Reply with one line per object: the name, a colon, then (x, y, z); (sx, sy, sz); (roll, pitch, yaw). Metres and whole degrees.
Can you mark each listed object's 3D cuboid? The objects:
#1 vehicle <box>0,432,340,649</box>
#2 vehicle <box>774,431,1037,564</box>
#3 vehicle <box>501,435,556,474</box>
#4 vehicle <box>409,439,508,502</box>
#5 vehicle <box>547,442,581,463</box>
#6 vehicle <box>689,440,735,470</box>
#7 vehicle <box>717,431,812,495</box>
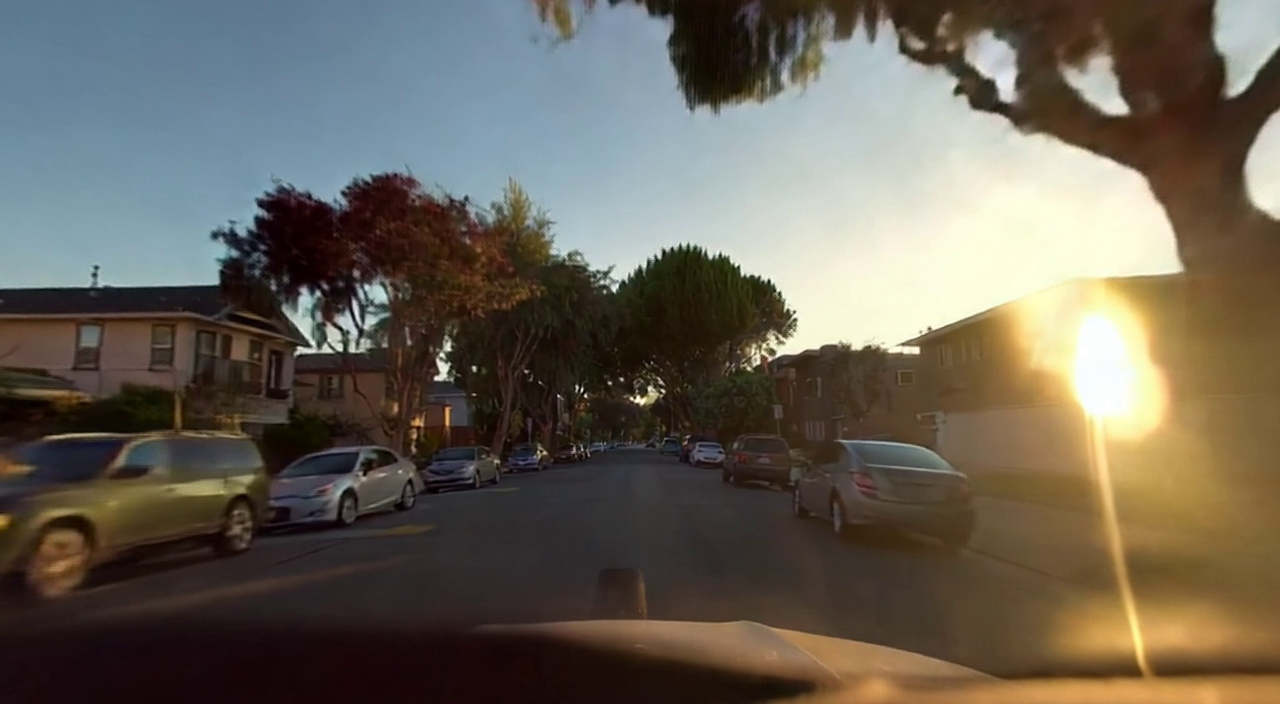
vehicle: (-5.748, 1.800, 7.202); (2.169, 1.574, 5.016); (-3, -8, 1)
vehicle: (3.510, 1.993, 9.504); (1.881, 1.482, 4.531); (0, -8, -2)
vehicle: (-5.850, 5.465, 33.660); (2.106, 1.760, 4.573); (-4, -9, -1)
vehicle: (-5.818, 3.791, 20.801); (1.901, 1.475, 4.425); (-4, -5, 0)
vehicle: (-5.597, 7.481, 47.034); (1.998, 1.485, 4.476); (0, -8, 0)
vehicle: (3.786, 5.515, 34.067); (1.968, 1.505, 4.368); (0, -8, 0)
vehicle: (3.530, 3.249, 18.821); (1.950, 1.647, 4.425); (0, -8, 0)
